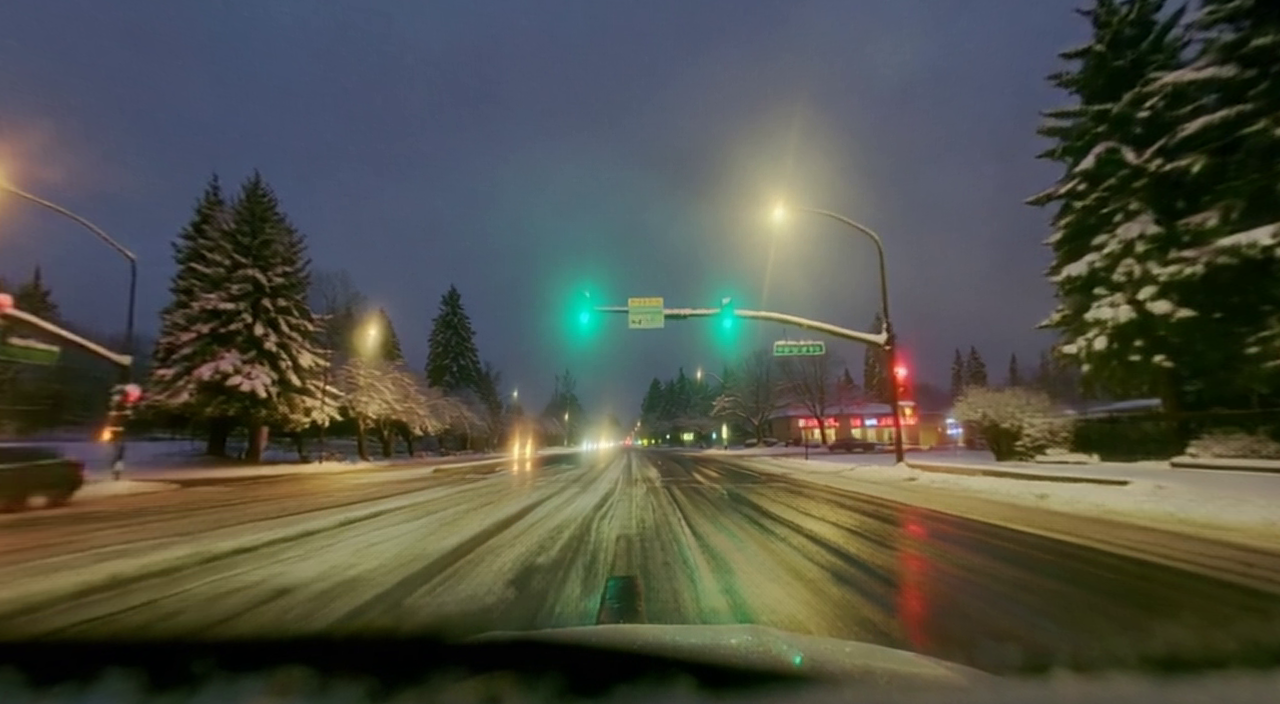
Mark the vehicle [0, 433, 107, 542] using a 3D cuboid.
[{"bbox_3d":[-11.327,2.217,10.662,3.885,1.639,1.990,-4,-9,25],"label":"vehicle"}]
